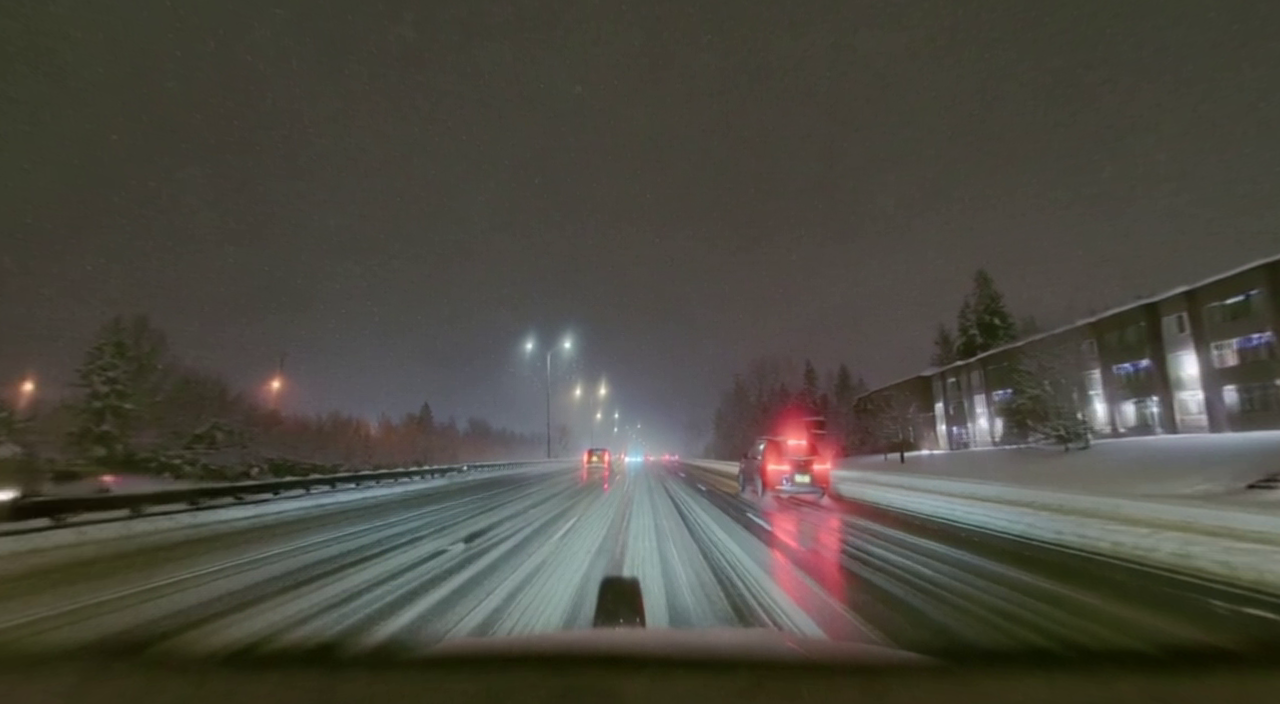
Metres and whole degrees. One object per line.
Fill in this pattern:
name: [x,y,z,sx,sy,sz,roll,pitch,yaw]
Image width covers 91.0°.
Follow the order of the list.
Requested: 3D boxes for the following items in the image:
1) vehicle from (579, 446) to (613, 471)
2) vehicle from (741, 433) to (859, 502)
vehicle: [-3.113,7.673,45.625,2.075,1.721,4.763,0,-9,0]
vehicle: [4.503,3.335,18.584,2.170,1.733,4.631,0,-9,-1]
